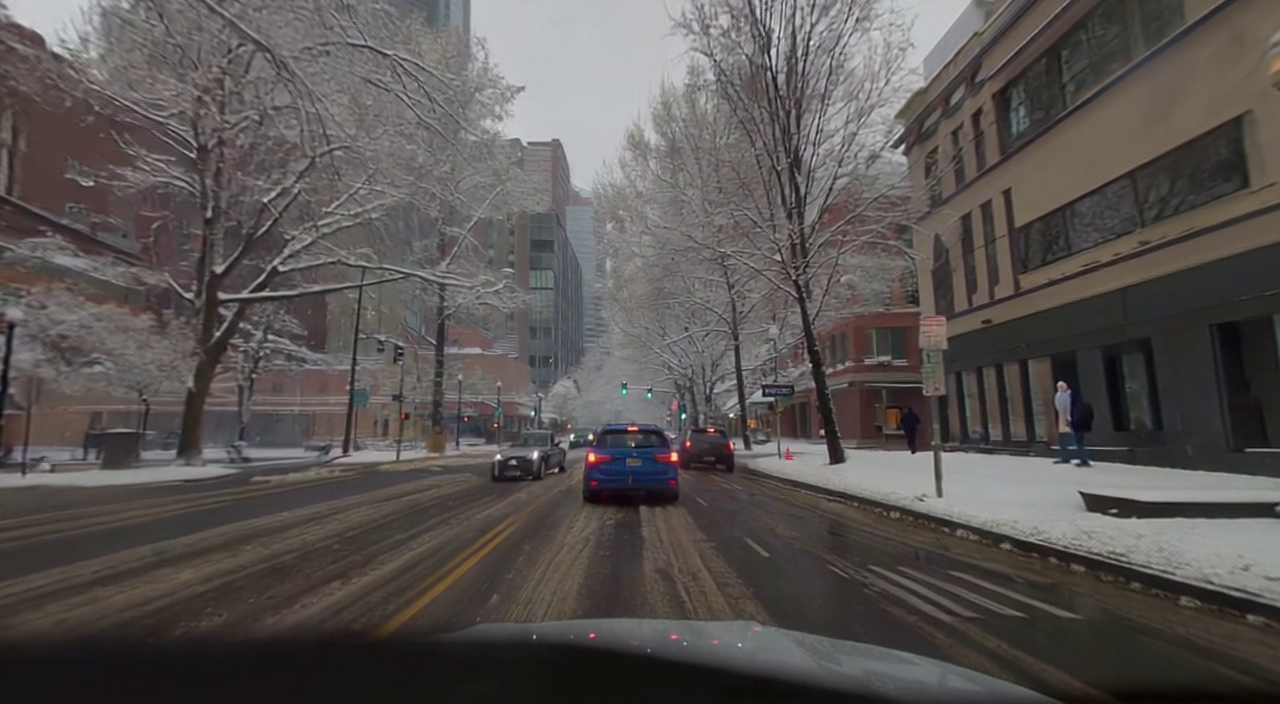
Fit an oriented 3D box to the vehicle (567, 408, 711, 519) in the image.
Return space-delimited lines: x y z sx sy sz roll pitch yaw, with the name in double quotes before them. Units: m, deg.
"vehicle" -0.055 2.037 12.021 2.274 1.736 4.083 0 -8 -1
